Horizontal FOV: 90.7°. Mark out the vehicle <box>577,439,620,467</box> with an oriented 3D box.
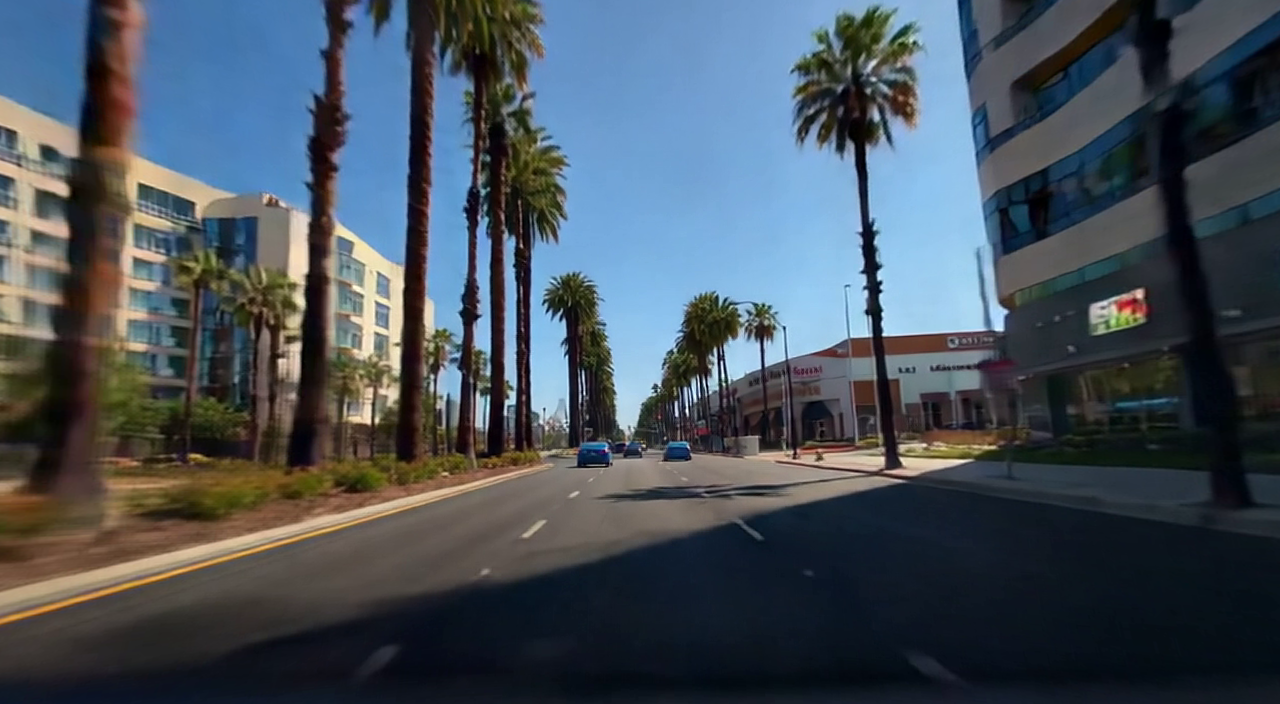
[{"bbox_3d":[-2.496,6.232,39.050,2.160,1.615,4.117,-1,-9,4],"label":"vehicle"}]
